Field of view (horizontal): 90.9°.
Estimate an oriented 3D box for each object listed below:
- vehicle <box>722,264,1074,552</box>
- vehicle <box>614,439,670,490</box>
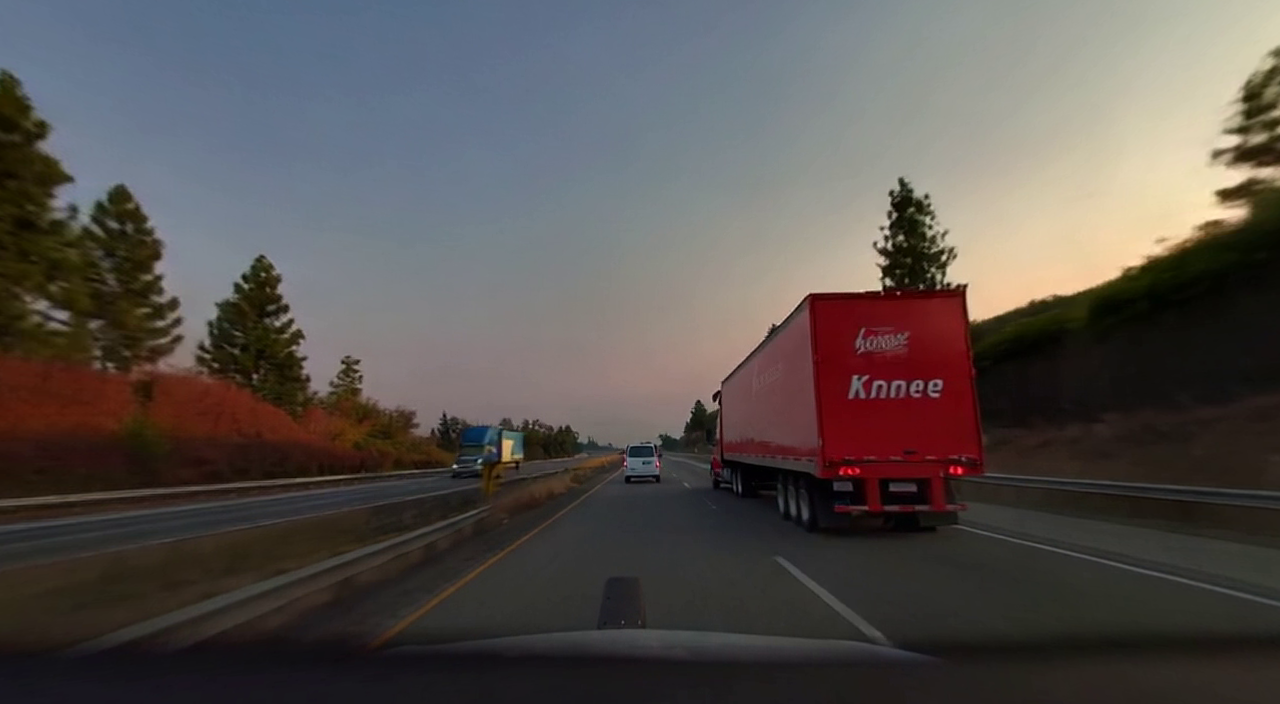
[{"bbox_3d":[4.318,1.701,15.032,3.030,3.985,12.707,0,-9,0],"label":"vehicle"},{"bbox_3d":[0.090,4.515,25.572,2.105,1.865,4.102,0,-9,0],"label":"vehicle"}]
